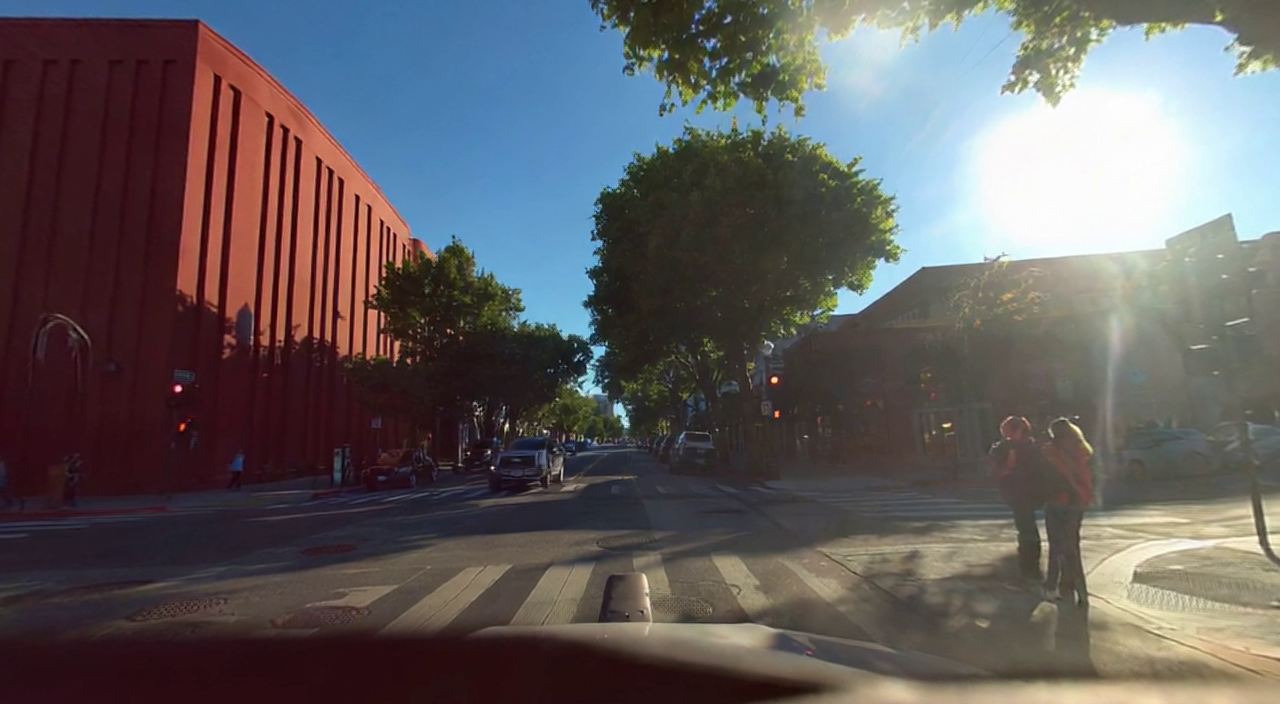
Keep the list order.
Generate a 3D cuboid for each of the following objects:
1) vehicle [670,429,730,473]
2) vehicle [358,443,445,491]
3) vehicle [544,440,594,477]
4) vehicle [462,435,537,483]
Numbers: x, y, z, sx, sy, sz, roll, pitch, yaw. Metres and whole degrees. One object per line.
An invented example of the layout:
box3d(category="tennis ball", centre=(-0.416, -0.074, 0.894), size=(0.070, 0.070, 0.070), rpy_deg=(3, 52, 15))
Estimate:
box3d(category="vehicle", centre=(3.097, 5.326, 34.089), size=(2.557, 2.188, 5.164), rpy_deg=(0, -8, -2))
box3d(category="vehicle", centre=(-9.907, 4.768, 26.600), size=(2.216, 1.804, 4.526), rpy_deg=(1, -8, -5))
box3d(category="vehicle", centre=(-3.282, 4.976, 29.793), size=(2.033, 1.596, 4.142), rpy_deg=(0, -8, -2))
box3d(category="vehicle", centre=(-5.975, 4.613, 27.461), size=(2.242, 1.887, 4.924), rpy_deg=(0, -8, -2))
